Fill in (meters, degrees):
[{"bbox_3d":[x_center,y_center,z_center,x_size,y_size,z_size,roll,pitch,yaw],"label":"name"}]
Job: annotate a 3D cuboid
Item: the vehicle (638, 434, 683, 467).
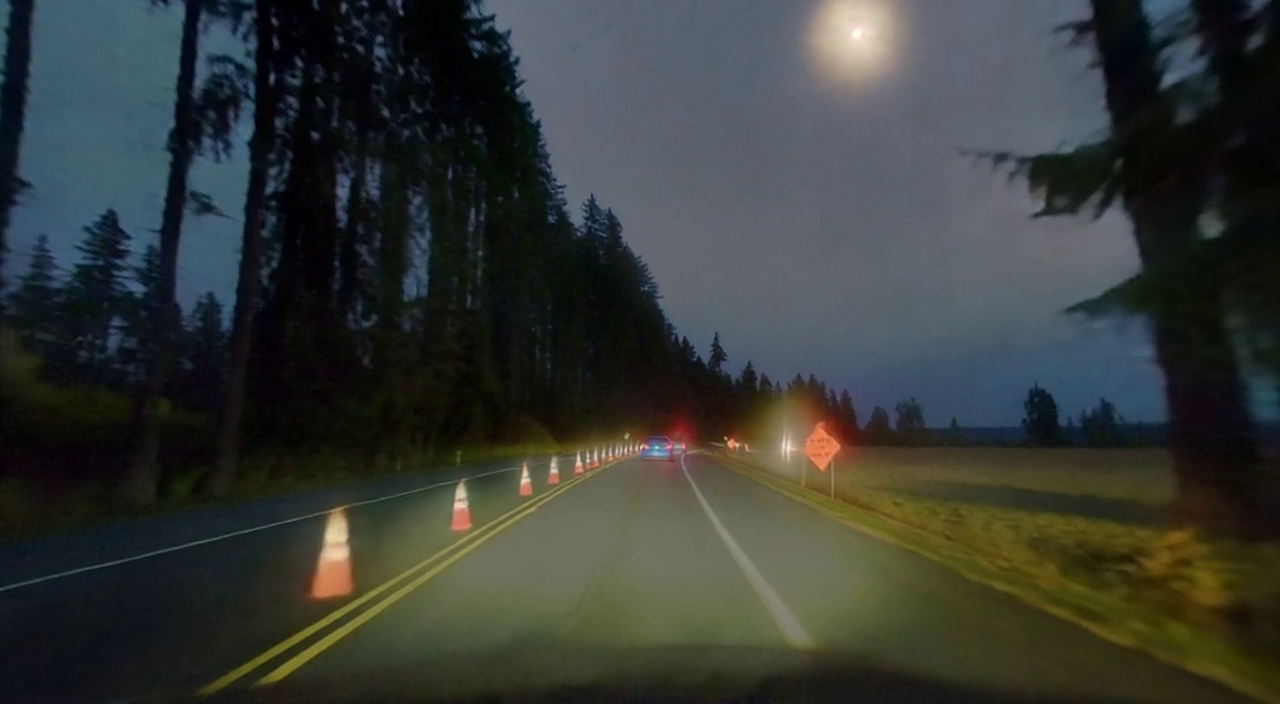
[{"bbox_3d":[0.994,4.749,30.593,2.042,1.489,3.963,-1,-8,2],"label":"vehicle"}]
